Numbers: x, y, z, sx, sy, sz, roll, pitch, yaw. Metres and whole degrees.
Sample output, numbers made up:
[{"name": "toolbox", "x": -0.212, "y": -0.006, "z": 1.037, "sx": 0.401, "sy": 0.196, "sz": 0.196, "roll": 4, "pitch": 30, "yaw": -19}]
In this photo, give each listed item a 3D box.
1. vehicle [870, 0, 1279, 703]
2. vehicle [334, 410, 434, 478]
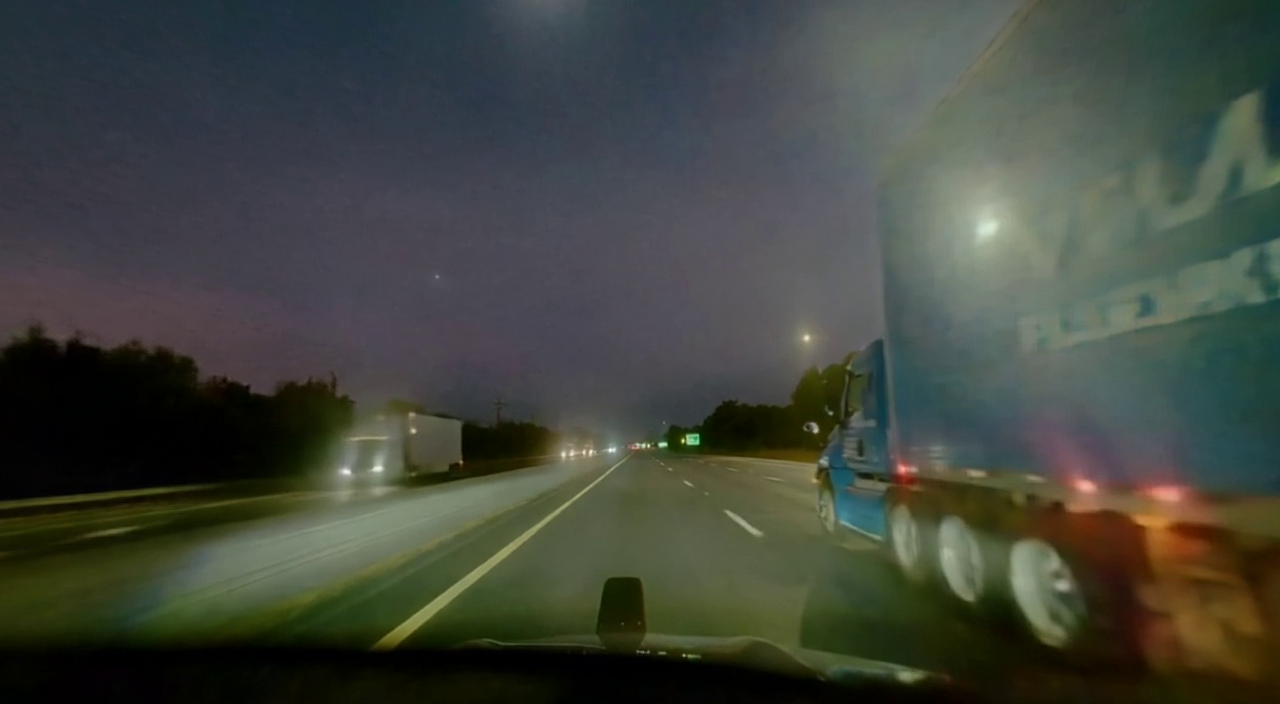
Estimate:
[{"name": "vehicle", "x": 3.727, "y": -0.491, "z": 1.839, "sx": 2.982, "sy": 4.164, "sz": 7.753, "roll": 0, "pitch": -9, "yaw": -1}, {"name": "vehicle", "x": -15.679, "y": 5.774, "z": 39.403, "sx": 3.119, "sy": 3.797, "sz": 7.398, "roll": 0, "pitch": -9, "yaw": -1}]
